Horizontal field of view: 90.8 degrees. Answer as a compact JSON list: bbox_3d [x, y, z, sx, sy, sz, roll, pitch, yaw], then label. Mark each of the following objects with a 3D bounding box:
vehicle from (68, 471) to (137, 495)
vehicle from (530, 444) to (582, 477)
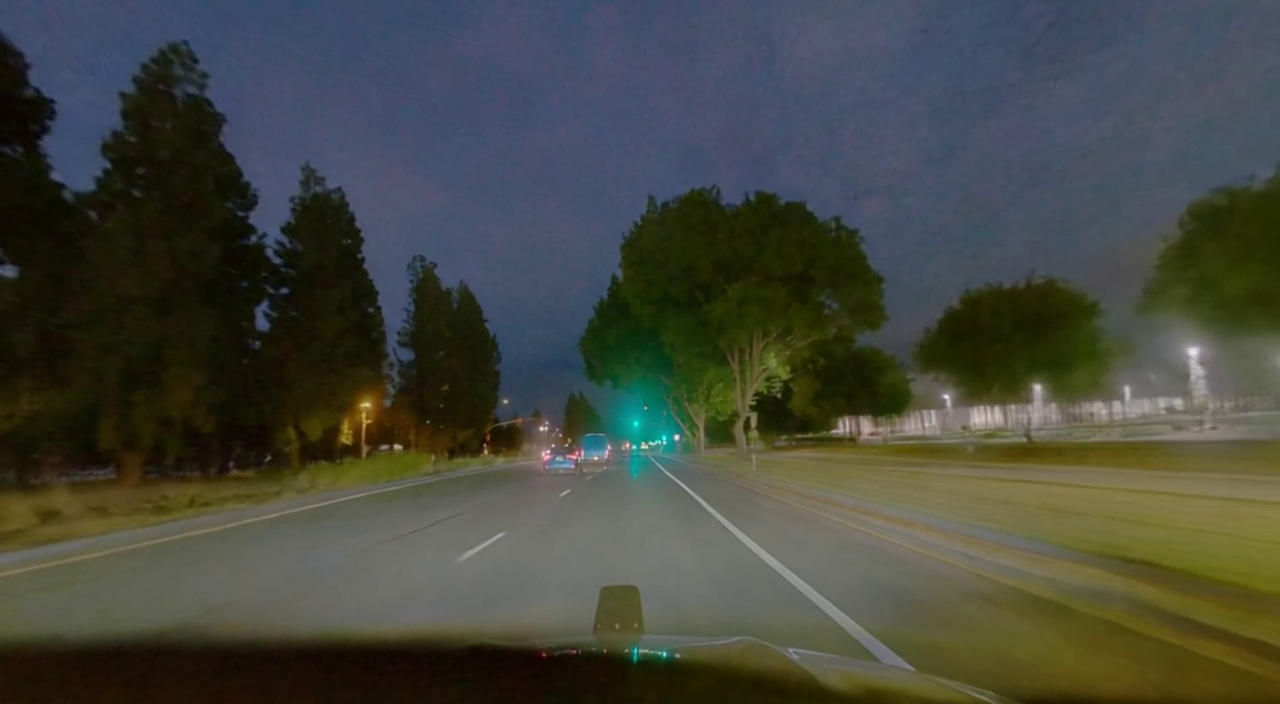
[{"bbox_3d":[-37.115,9.027,43.698,1.686,1.432,3.673,1,-9,-5],"label":"vehicle"},{"bbox_3d":[-3.970,5.210,30.475,2.009,1.473,4.028,0,-9,-1],"label":"vehicle"}]
